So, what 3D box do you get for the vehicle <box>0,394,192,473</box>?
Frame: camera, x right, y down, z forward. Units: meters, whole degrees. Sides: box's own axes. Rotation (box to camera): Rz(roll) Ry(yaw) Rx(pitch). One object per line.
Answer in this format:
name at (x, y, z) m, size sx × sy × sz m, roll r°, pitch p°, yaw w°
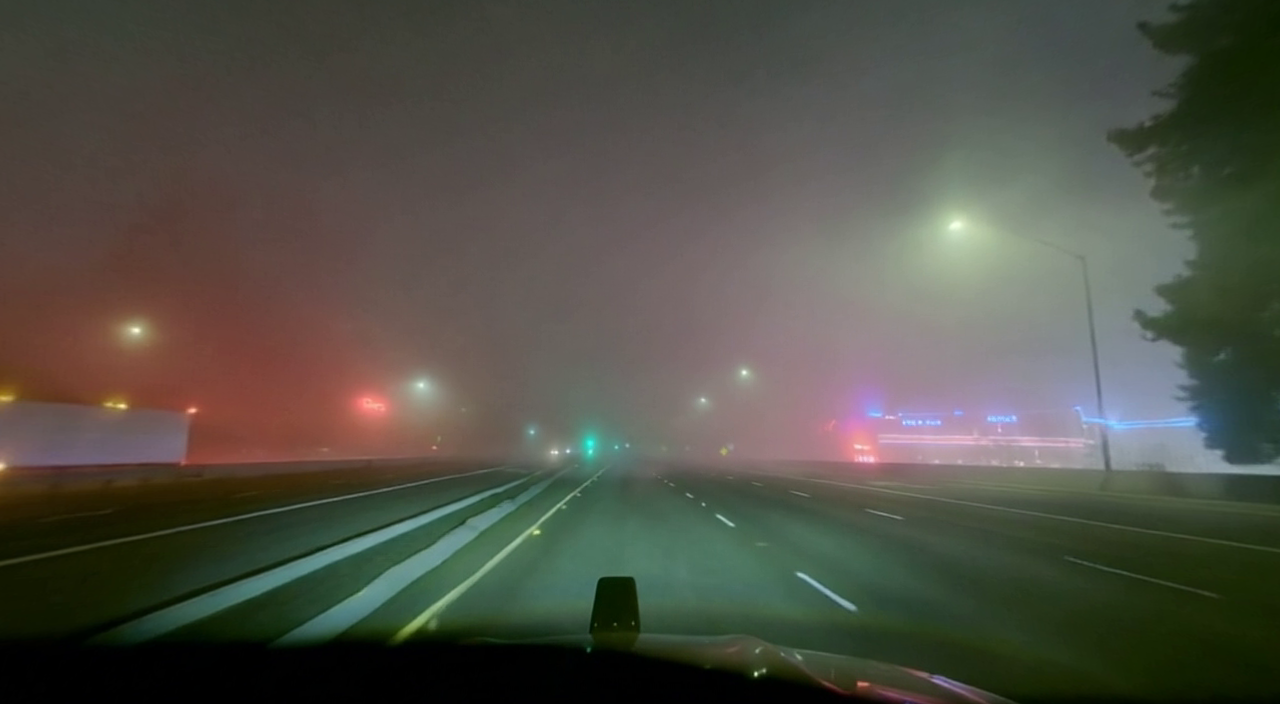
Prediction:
vehicle at (-36.560, 4.946, 37.699) m, size 3.270 × 4.373 × 16.531 m, roll -4°, pitch -9°, yaw 22°
